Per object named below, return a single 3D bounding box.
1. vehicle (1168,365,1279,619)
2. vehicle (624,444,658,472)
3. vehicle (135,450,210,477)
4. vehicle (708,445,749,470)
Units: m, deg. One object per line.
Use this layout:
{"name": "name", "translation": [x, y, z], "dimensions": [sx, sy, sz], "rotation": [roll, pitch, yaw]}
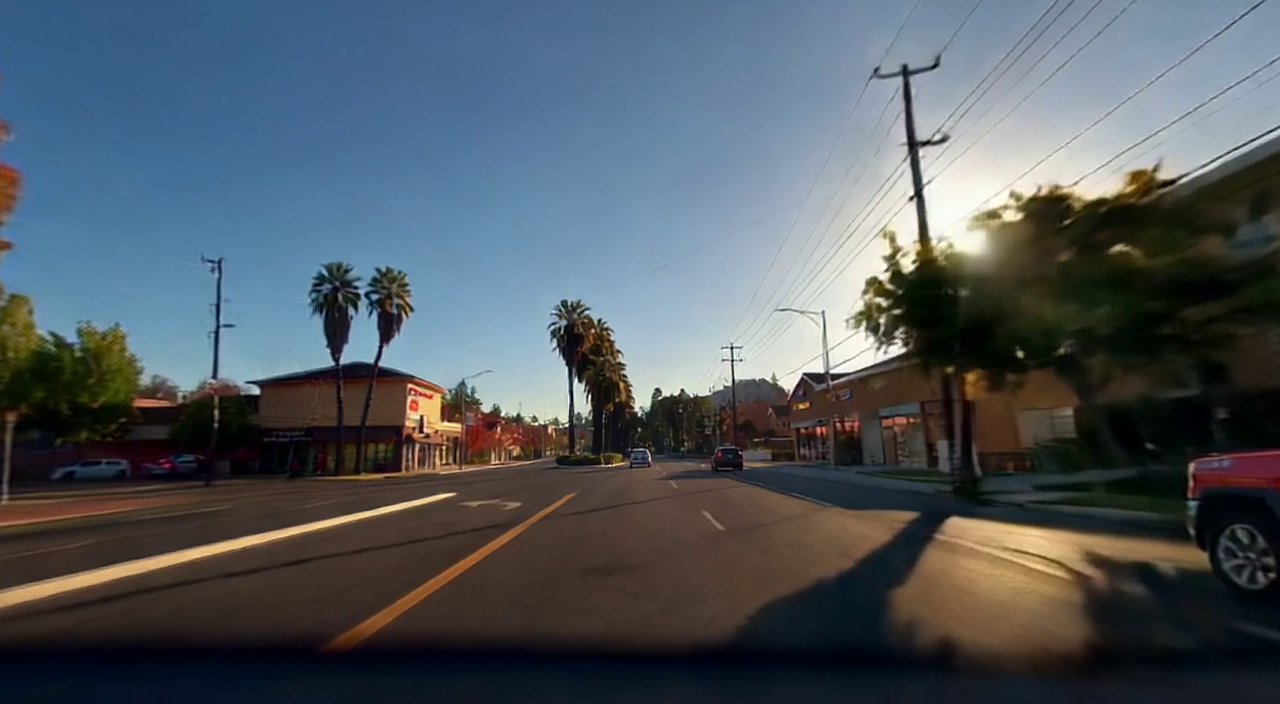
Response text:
{"name": "vehicle", "translation": [5.953, 0.846, 3.409], "dimensions": [2.355, 1.889, 4.392], "rotation": [0, -9, 1]}
{"name": "vehicle", "translation": [0.059, 6.979, 41.512], "dimensions": [2.138, 1.702, 4.168], "rotation": [0, -9, 0]}
{"name": "vehicle", "translation": [-34.934, 8.320, 47.229], "dimensions": [1.888, 1.754, 4.488], "rotation": [-5, -9, 7]}
{"name": "vehicle", "translation": [6.292, 7.576, 45.468], "dimensions": [2.252, 1.718, 4.617], "rotation": [0, -9, 0]}
